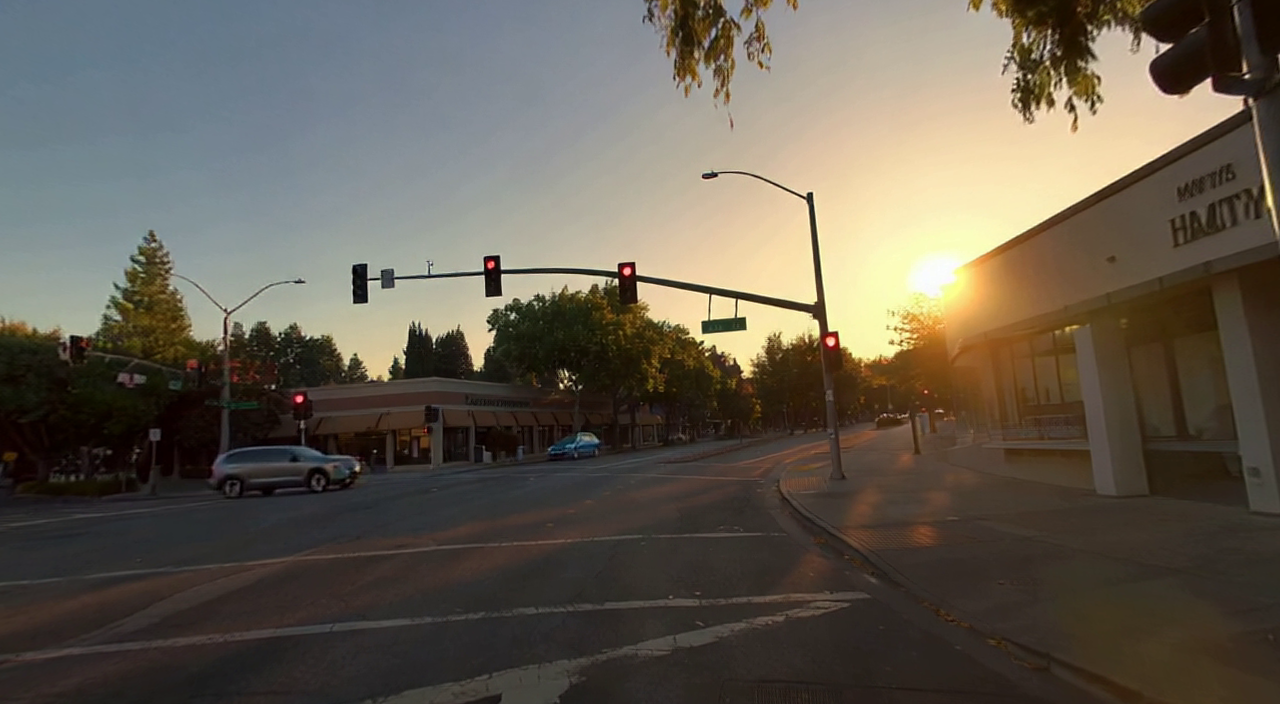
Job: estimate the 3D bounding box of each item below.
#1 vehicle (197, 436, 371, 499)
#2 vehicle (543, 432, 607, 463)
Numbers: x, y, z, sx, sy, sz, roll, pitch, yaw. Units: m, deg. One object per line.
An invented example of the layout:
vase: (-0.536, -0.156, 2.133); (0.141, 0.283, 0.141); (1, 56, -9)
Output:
vehicle: (-11.948, 3.887, 21.501); (4.715, 1.745, 2.026); (-3, -8, -4)
vehicle: (-3.931, 5.958, 39.334); (2.244, 1.792, 4.648); (-3, -9, 18)
